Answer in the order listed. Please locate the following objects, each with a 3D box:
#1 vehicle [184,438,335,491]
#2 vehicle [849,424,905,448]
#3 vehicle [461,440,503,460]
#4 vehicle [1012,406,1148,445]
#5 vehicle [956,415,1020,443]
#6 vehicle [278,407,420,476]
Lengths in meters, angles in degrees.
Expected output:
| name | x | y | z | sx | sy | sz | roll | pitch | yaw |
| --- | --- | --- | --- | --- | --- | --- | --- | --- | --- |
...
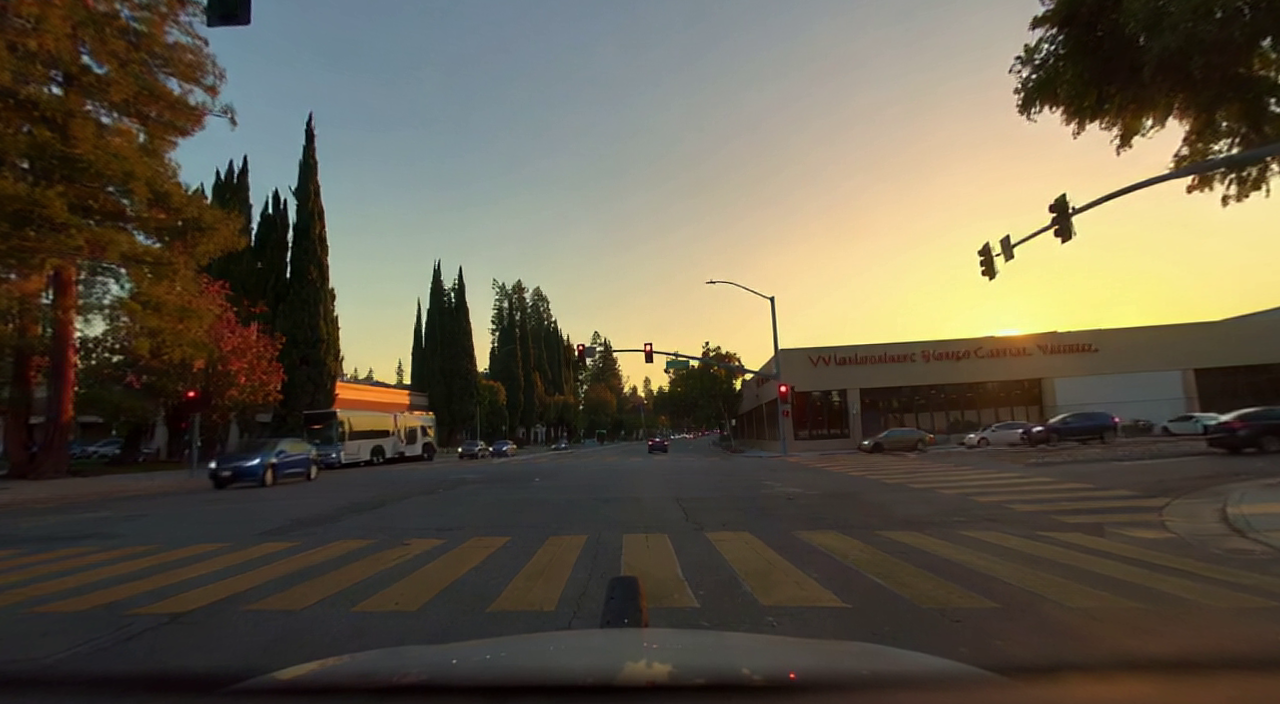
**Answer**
| name | x | y | z | sx | sy | sz | roll | pitch | yaw |
| --- | --- | --- | --- | --- | --- | --- | --- | --- | --- |
| vehicle | -11.876 | 3.520 | 20.140 | 1.996 | 1.489 | 4.566 | 0 | -8 | 0 |
| vehicle | 17.419 | 6.240 | 46.507 | 3.329 | 1.415 | 1.821 | -6 | -9 | 2 |
| vehicle | -12.136 | 7.578 | 48.724 | 1.996 | 1.482 | 4.772 | 0 | -8 | 1 |
| vehicle | 19.552 | 3.325 | 28.149 | 4.566 | 1.670 | 2.000 | 0 | -8 | -2 |
| vehicle | 23.207 | 5.218 | 42.149 | 1.930 | 1.761 | 3.911 | 0 | -8 | -1 |
| vehicle | -16.636 | 5.333 | 37.427 | 3.161 | 3.455 | 11.058 | 0 | -8 | 0 |
